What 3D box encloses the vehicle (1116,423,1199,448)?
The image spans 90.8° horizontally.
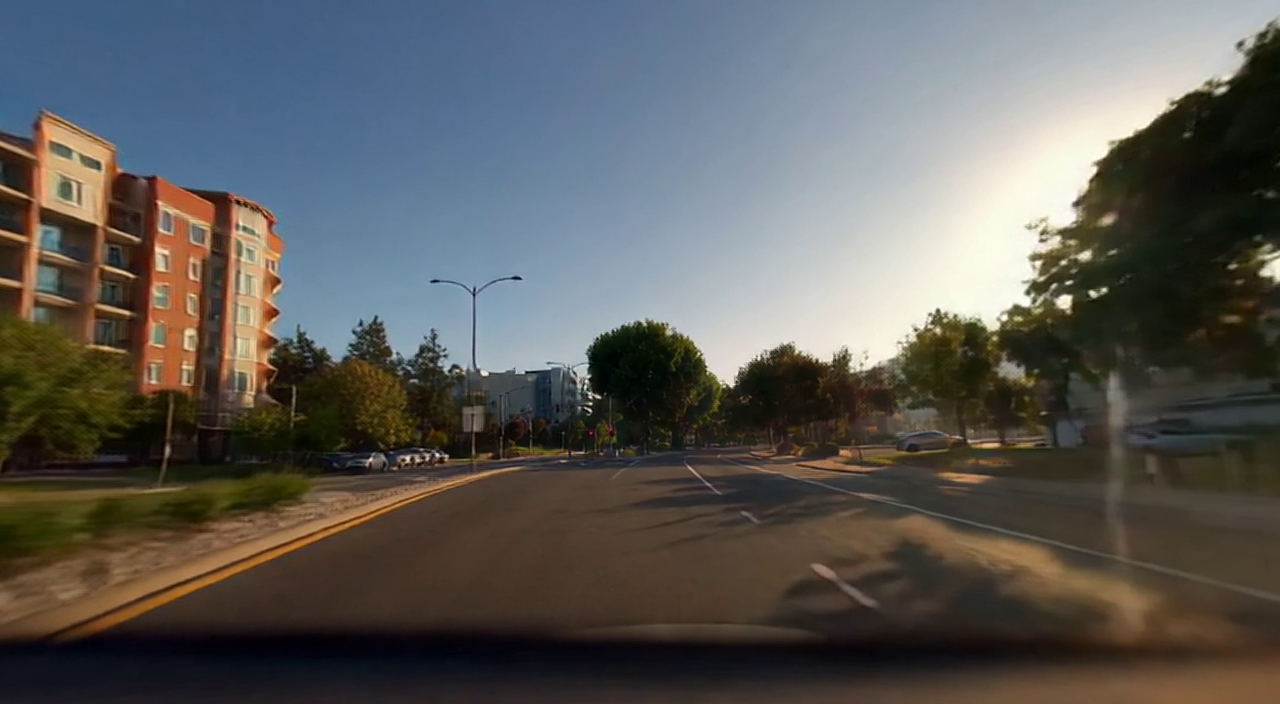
[{"bbox_3d":[32.372,5.282,39.634,1.574,1.448,3.558,2,-9,-22],"label":"vehicle"}]

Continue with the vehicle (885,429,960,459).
[{"bbox_3d":[20.102,6.579,45.192,2.074,1.959,4.793,2,-9,-18],"label":"vehicle"}]
